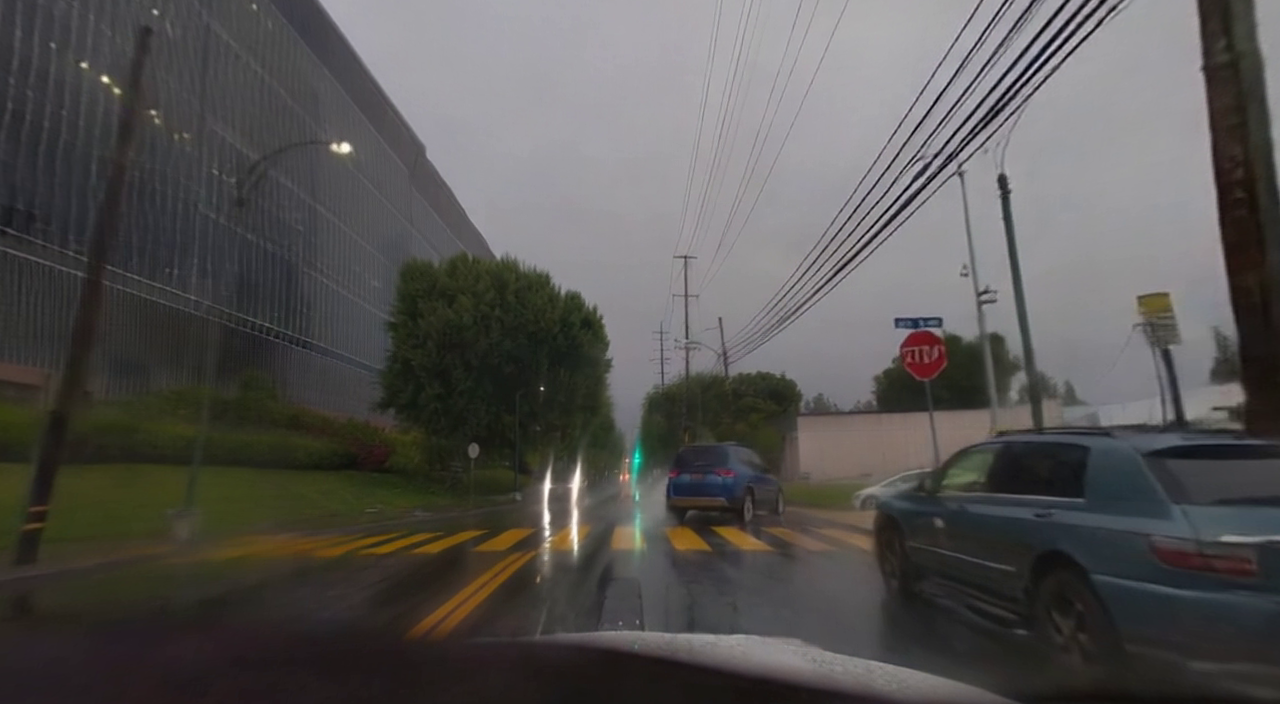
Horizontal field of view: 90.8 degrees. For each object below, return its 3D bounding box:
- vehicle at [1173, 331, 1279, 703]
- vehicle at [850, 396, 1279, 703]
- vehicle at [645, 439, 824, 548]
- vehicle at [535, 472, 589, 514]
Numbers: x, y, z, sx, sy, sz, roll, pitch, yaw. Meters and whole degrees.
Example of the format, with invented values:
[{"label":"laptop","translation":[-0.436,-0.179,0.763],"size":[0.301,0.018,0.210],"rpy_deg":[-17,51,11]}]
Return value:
[{"label":"vehicle","translation":[3.343,0.522,0.382],"size":[2.039,1.731,4.428],"rpy_deg":[0,-8,-2]},{"label":"vehicle","translation":[3.266,1.292,4.755],"size":[1.933,1.612,3.941],"rpy_deg":[0,-8,-1]},{"label":"vehicle","translation":[2.196,2.747,13.203],"size":[2.214,1.789,4.872],"rpy_deg":[-4,-9,27]},{"label":"vehicle","translation":[-3.502,6.415,29.000],"size":[1.911,1.563,4.057],"rpy_deg":[0,-8,0]}]
